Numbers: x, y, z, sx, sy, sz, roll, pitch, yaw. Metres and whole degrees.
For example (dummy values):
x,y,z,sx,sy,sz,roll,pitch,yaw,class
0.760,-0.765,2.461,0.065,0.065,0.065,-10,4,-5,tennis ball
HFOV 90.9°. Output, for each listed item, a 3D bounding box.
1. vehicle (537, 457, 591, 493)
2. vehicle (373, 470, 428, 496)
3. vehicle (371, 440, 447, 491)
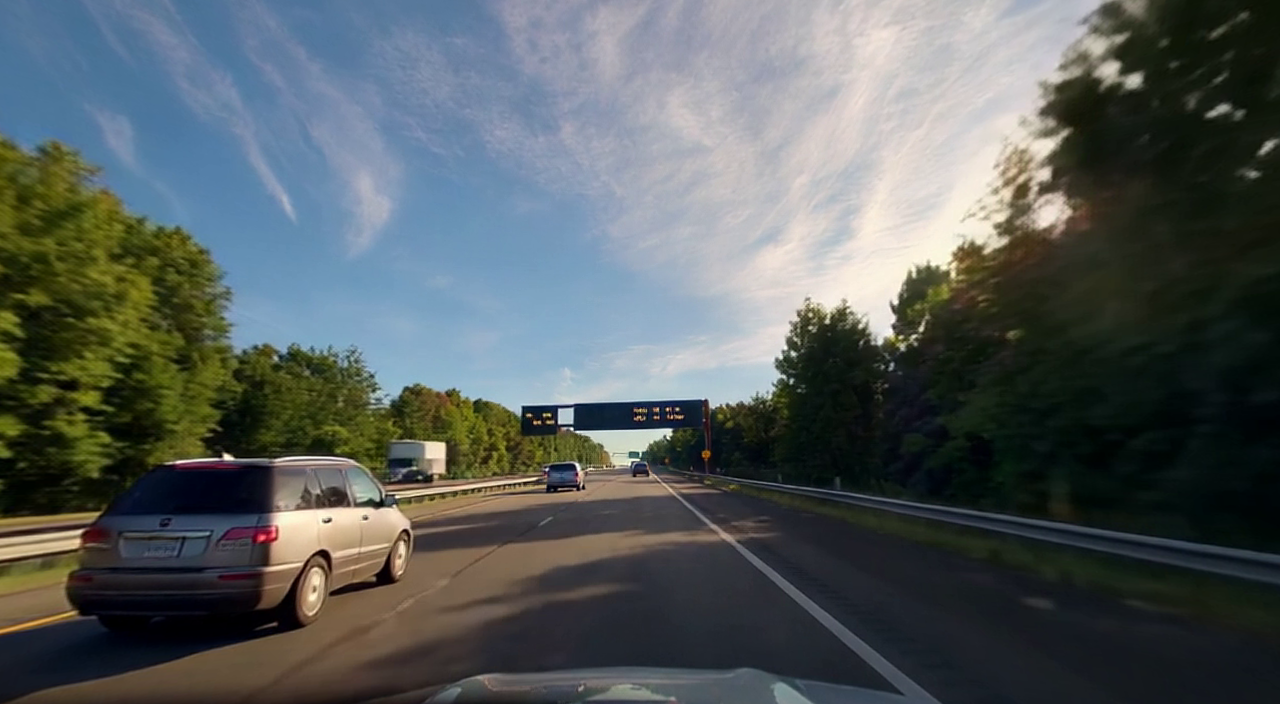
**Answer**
x,y,z,sx,sy,sz,roll,pitch,yaw,class
-3.723,6.119,31.487,2.081,1.586,4.245,0,-10,1,vehicle
-13.647,7.459,36.076,1.628,1.379,3.634,0,-10,1,vehicle
-17.268,8.600,47.744,2.776,3.469,7.357,0,-10,1,vehicle
